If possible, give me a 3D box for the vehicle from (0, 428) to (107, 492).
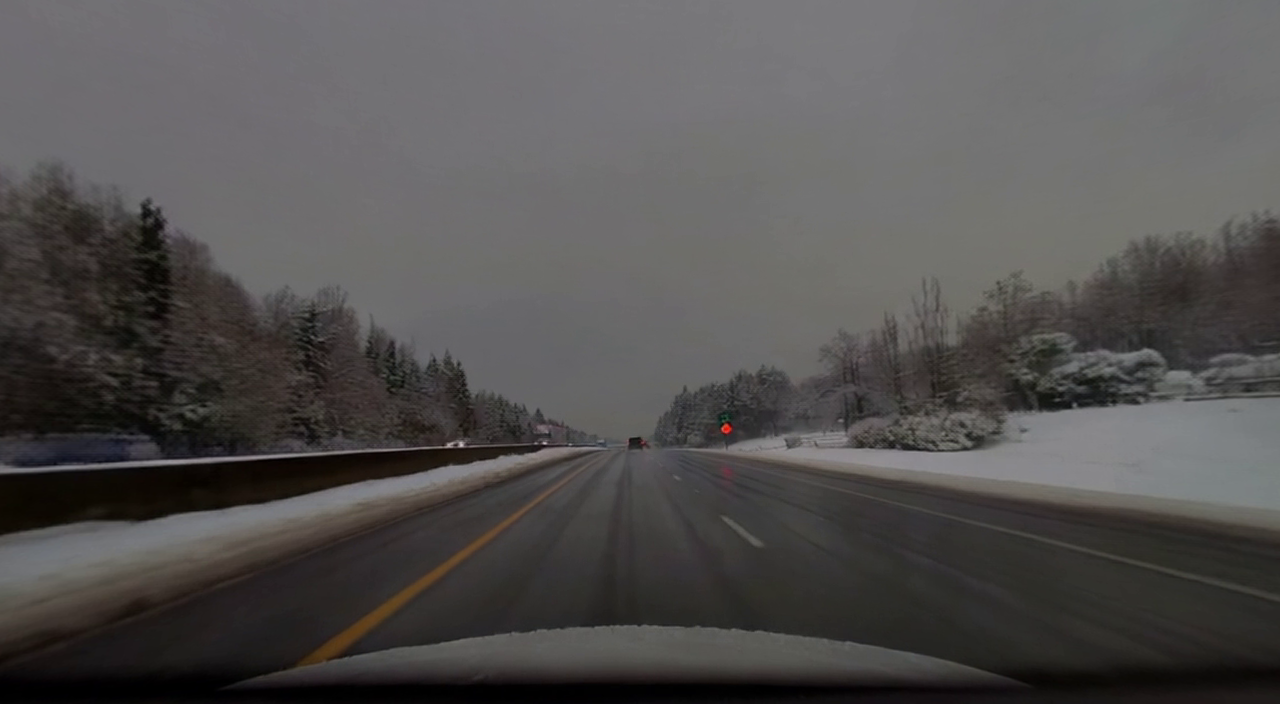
[{"bbox_3d":[-17.099,2.843,16.784,1.893,1.595,4.485,0,-8,-1],"label":"vehicle"}]
